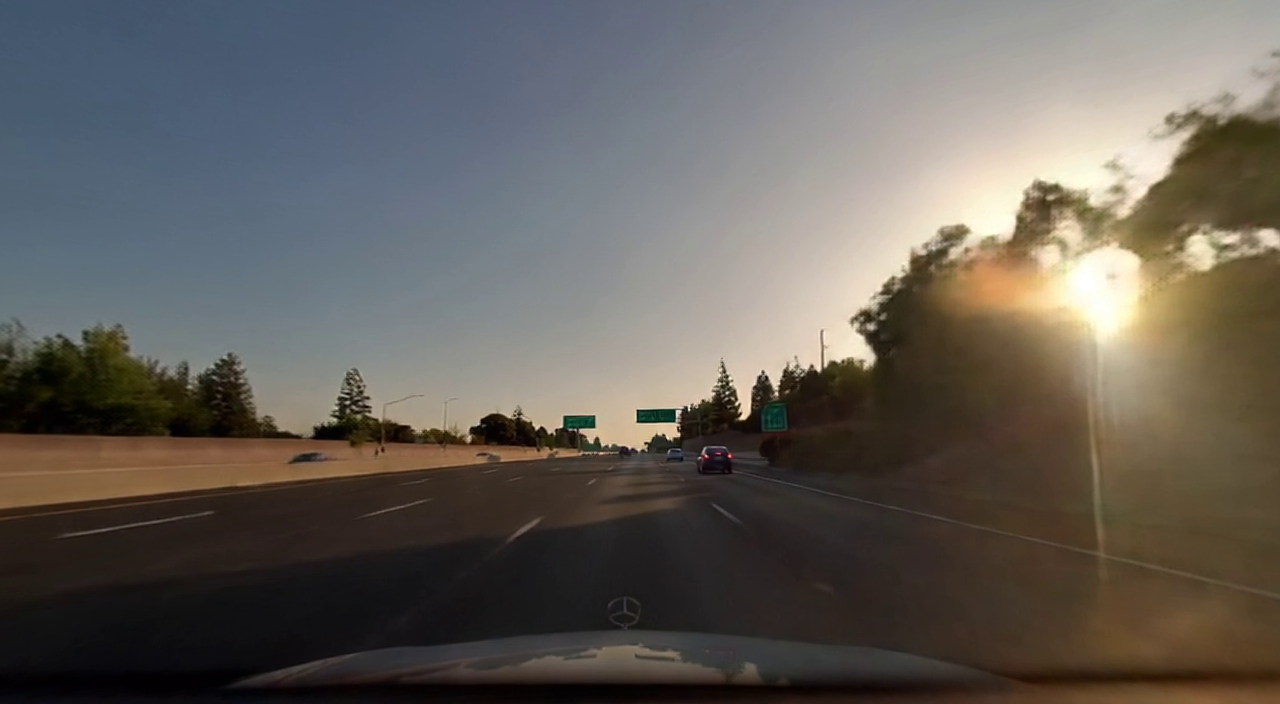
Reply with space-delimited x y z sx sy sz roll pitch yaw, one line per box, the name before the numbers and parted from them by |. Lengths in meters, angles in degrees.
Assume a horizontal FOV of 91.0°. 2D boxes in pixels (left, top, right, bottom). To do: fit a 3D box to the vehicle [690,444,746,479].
vehicle | 3.564 5.071 29.533 2.033 1.501 4.398 0 -9 -1
